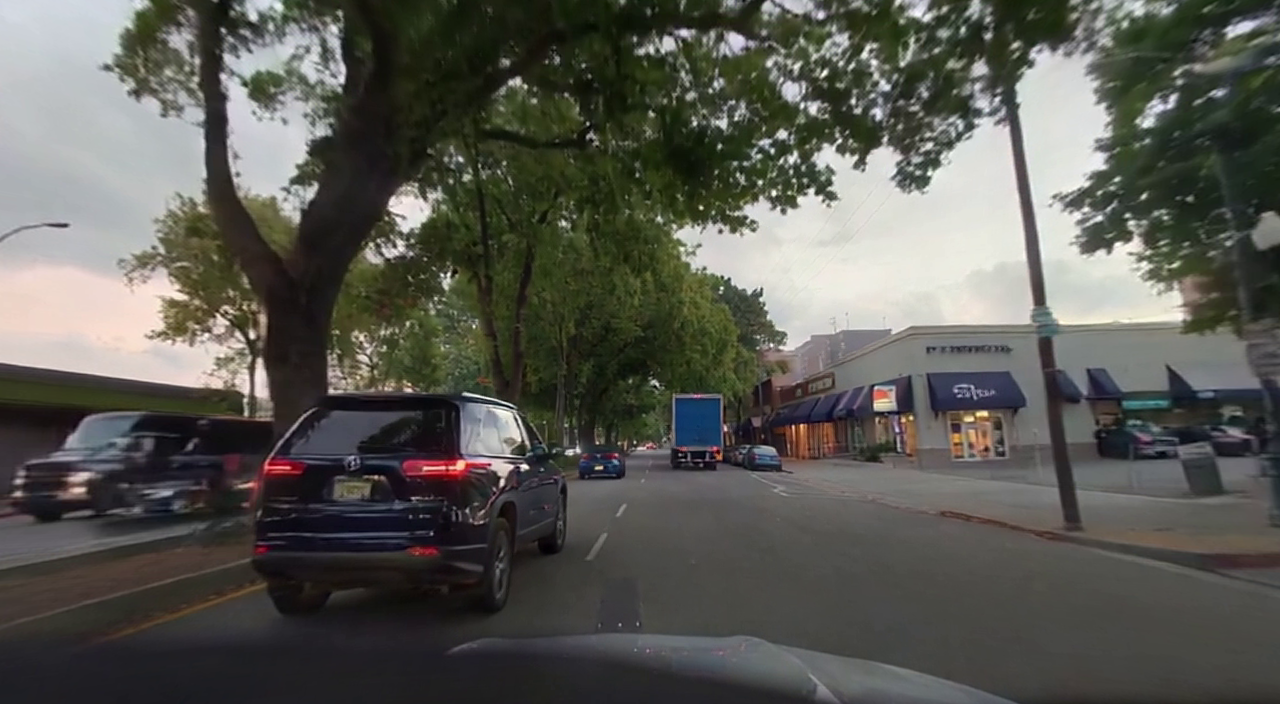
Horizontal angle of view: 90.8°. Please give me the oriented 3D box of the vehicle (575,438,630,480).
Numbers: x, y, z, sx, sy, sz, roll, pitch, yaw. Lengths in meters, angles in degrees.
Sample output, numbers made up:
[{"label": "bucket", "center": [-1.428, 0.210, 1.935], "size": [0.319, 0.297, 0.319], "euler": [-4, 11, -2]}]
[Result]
[{"label": "vehicle", "center": [-1.556, 4.677, 27.897], "size": [2.040, 1.711, 4.475], "euler": [0, -8, 2]}]

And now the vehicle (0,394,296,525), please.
[{"label": "vehicle", "center": [-13.416, 3.018, 18.255], "size": [2.656, 2.997, 7.079], "euler": [-1, -8, 3]}]

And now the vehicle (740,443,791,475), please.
[{"label": "vehicle", "center": [6.409, 5.525, 32.771], "size": [1.929, 1.522, 4.158], "euler": [0, -8, 2]}]

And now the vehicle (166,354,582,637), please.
[{"label": "vehicle", "center": [-2.183, 1.392, 7.107], "size": [2.293, 2.036, 4.853], "euler": [-1, -9, 4]}]

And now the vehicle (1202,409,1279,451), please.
[{"label": "vehicle", "center": [29.921, 3.750, 30.090], "size": [2.007, 1.869, 4.771], "euler": [-1, -8, 3]}]

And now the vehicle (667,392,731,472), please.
[{"label": "vehicle", "center": [3.398, 5.183, 39.943], "size": [3.007, 4.206, 12.913], "euler": [0, -8, 1]}]
